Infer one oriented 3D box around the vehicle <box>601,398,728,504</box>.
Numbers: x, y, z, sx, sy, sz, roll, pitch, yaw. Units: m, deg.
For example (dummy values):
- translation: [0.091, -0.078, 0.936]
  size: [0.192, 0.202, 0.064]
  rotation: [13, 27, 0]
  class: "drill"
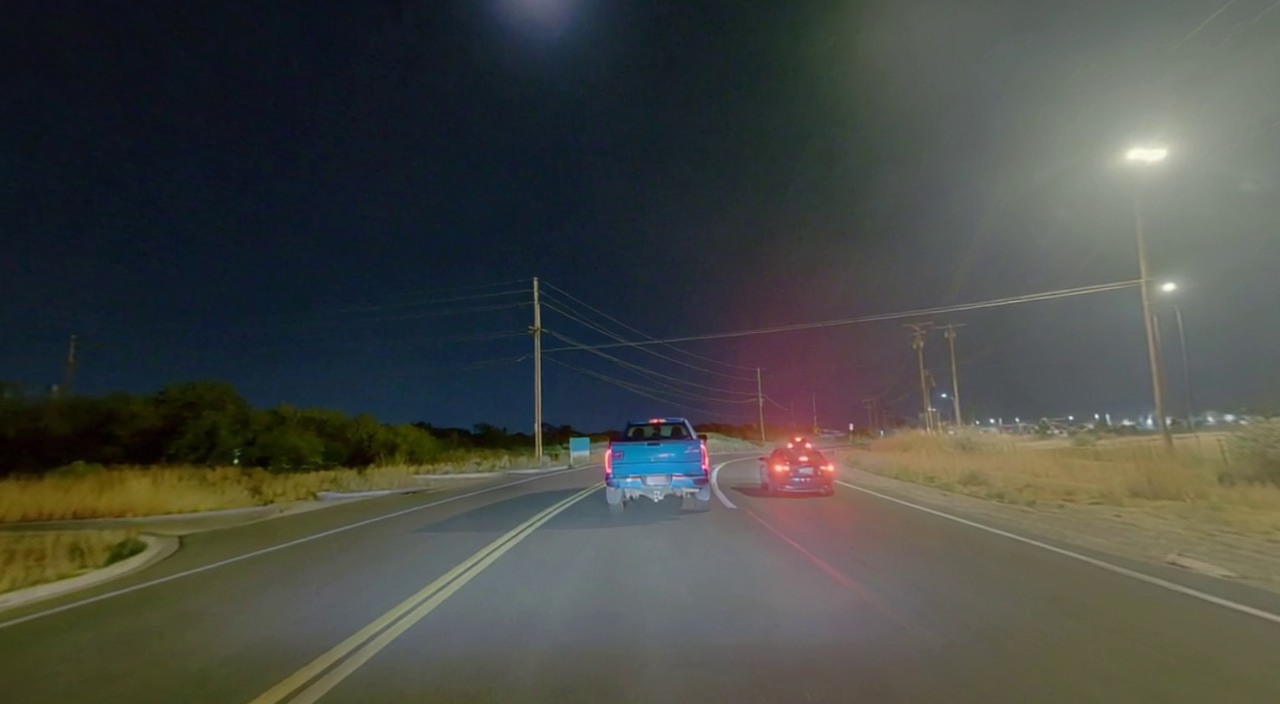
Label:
- translation: [0.663, 2.529, 16.398]
  size: [2.693, 2.223, 5.885]
  rotation: [-1, -8, 3]
  class: "vehicle"
